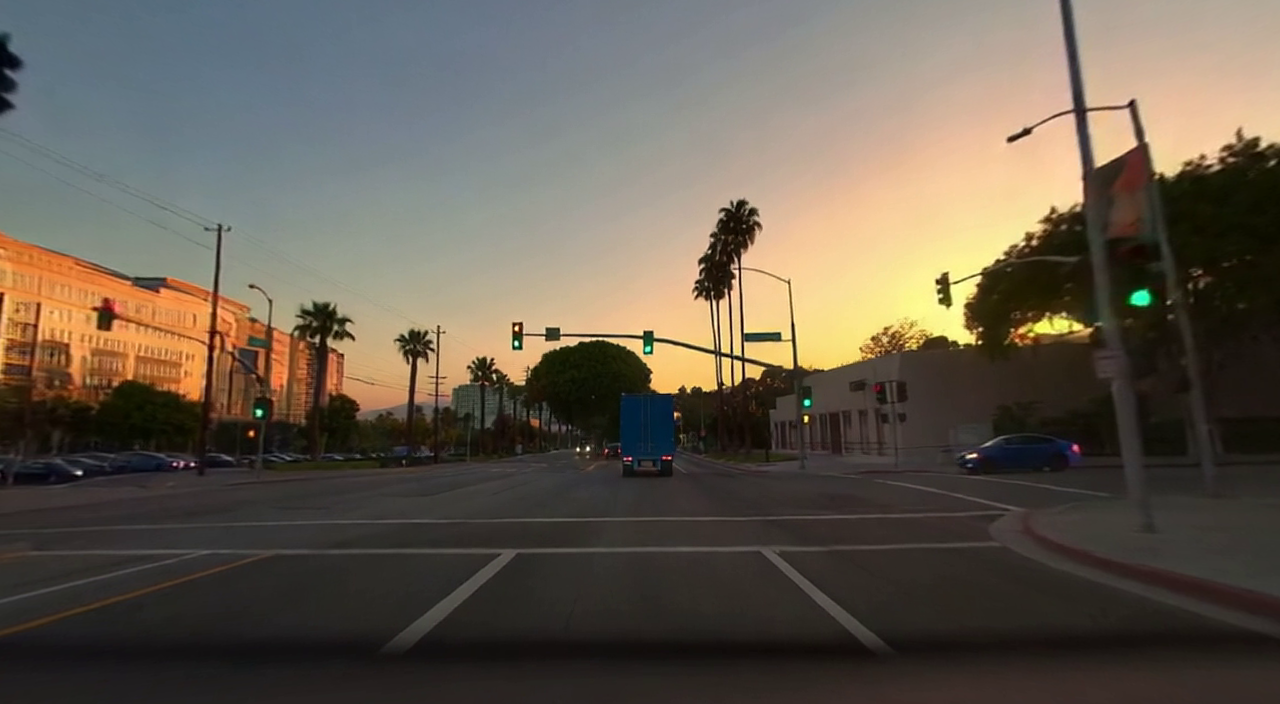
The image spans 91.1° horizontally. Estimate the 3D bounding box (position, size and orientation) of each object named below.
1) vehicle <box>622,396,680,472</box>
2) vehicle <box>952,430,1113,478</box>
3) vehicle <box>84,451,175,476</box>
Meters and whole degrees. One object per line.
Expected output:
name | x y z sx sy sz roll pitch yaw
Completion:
vehicle | 0.393 5.184 38.778 2.992 3.949 11.815 0 -9 -2
vehicle | 13.664 3.576 22.087 4.270 1.520 1.931 -1 -9 2
vehicle | -36.863 8.051 45.393 4.812 1.727 2.027 0 -9 1
